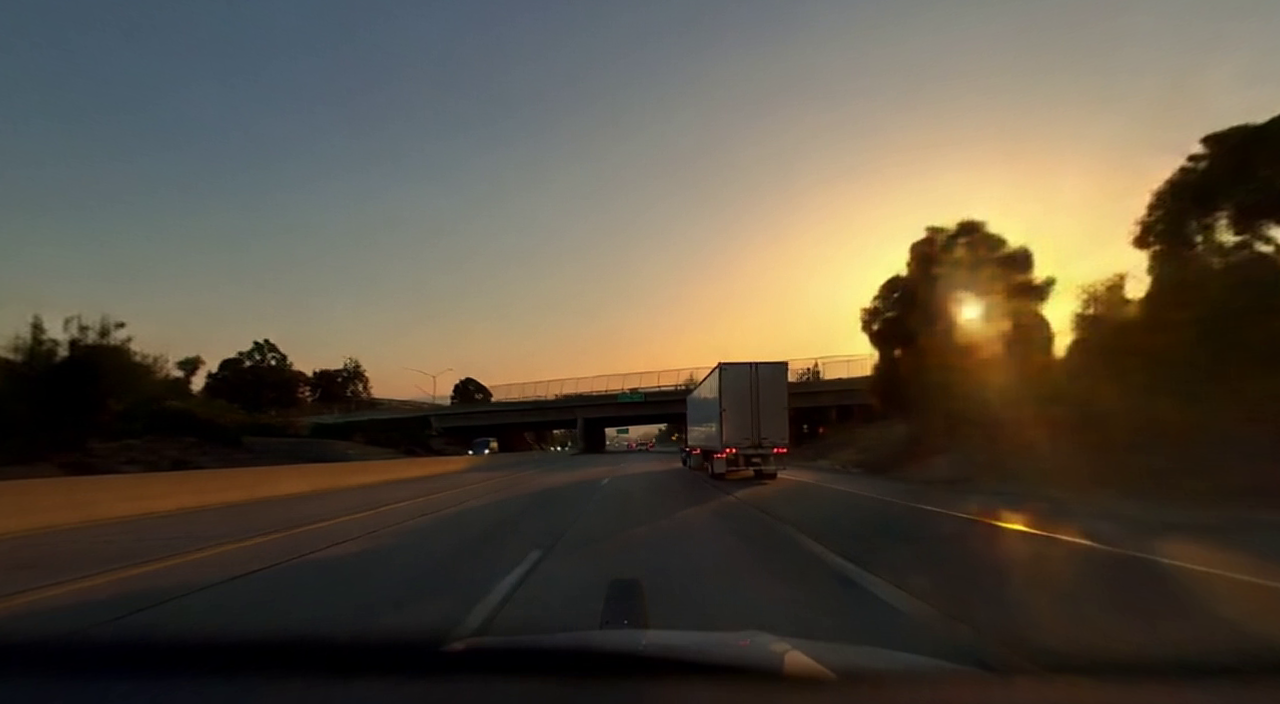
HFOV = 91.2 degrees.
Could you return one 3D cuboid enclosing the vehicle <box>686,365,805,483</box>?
[{"bbox_3d":[4.149,3.527,28.913,2.933,4.100,14.317,0,-8,0],"label":"vehicle"}]
